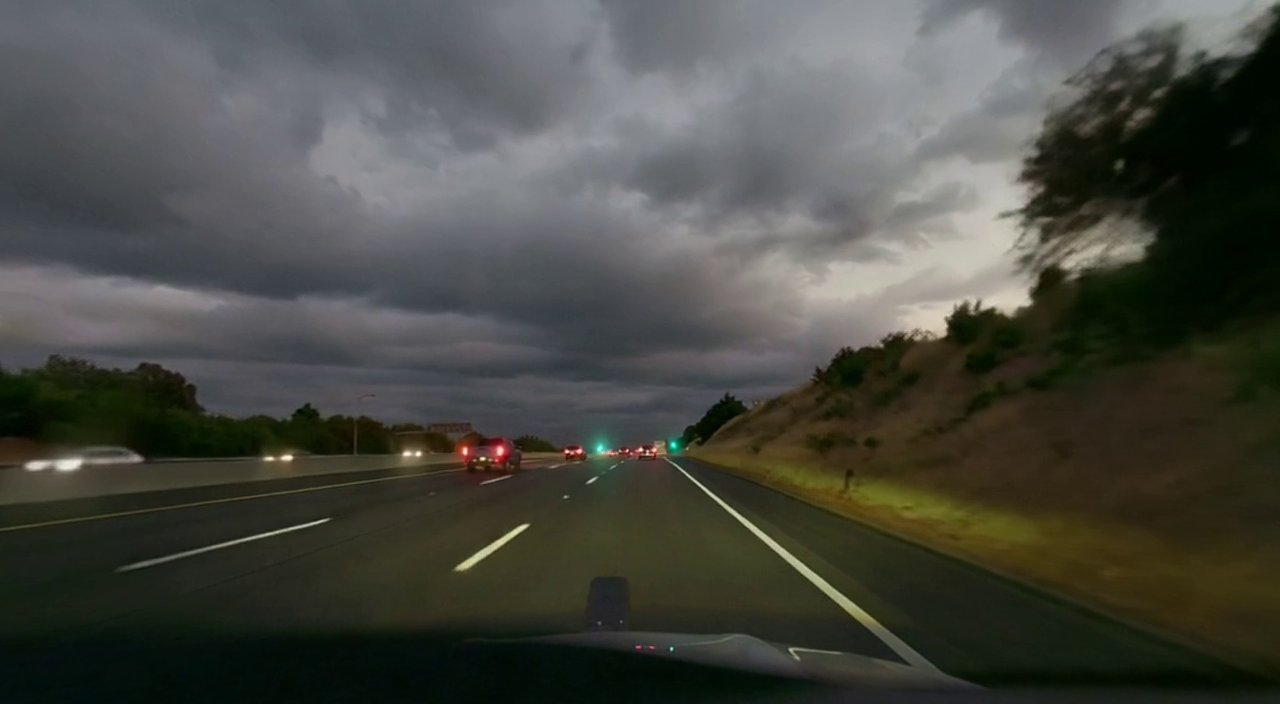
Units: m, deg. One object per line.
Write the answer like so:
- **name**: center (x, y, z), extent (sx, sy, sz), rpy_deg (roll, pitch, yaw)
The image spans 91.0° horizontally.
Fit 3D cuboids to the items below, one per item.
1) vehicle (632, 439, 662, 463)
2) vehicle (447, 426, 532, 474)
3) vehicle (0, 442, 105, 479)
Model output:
- **vehicle**: center (0.546, 7.392, 47.310), extent (2.141, 1.706, 4.065), rpy_deg (0, -8, 0)
- **vehicle**: center (-6.639, 4.419, 28.622), extent (2.438, 1.967, 5.596), rpy_deg (0, -8, 1)
- **vehicle**: center (-28.583, 5.096, 29.942), extent (1.993, 1.606, 4.790), rpy_deg (0, -8, 0)
